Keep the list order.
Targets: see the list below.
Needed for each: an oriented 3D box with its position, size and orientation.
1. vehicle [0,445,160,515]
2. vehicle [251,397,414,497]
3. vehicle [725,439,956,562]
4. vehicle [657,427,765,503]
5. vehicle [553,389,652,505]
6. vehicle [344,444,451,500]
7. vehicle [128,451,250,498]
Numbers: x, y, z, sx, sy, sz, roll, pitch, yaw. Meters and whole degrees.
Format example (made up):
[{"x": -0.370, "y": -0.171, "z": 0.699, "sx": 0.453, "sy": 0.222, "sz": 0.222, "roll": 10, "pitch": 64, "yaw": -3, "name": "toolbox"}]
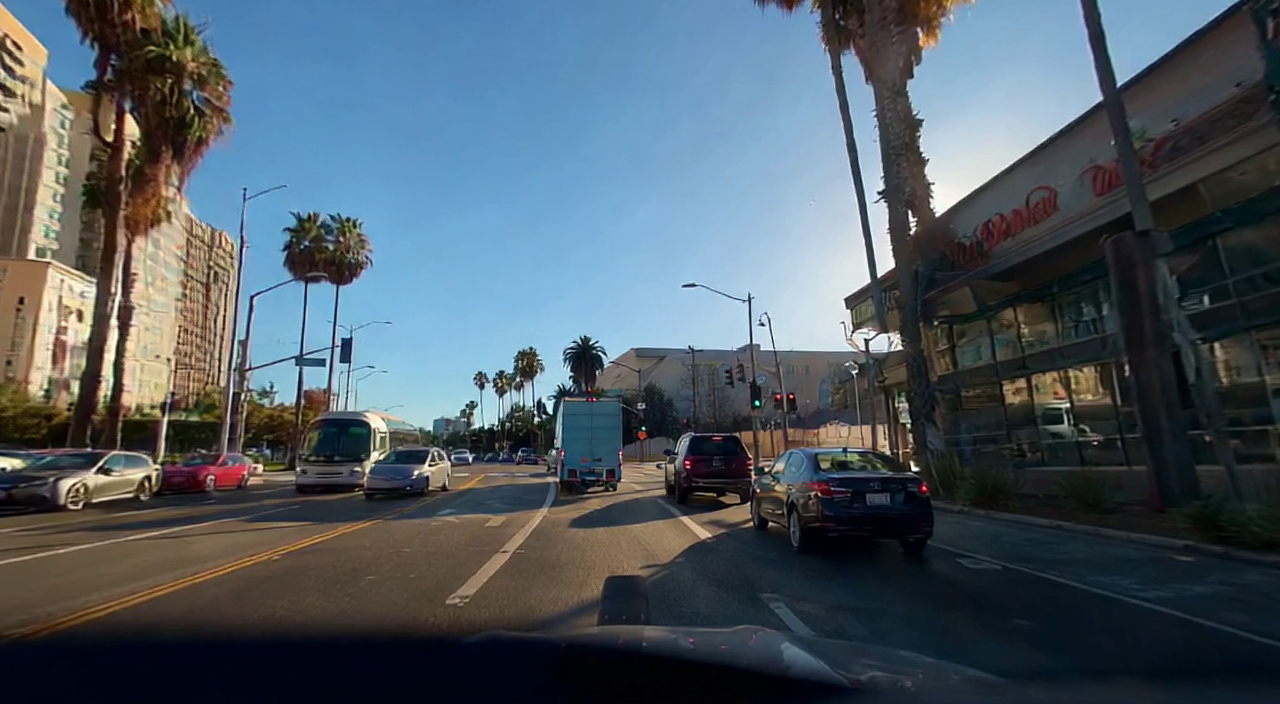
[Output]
[{"x": -15.941, "y": 3.451, "z": 17.490, "sx": 1.965, "sy": 1.679, "sz": 4.455, "roll": 1, "pitch": -8, "yaw": -7, "name": "vehicle"}, {"x": -12.722, "y": 4.120, "z": 27.548, "sx": 2.996, "sy": 3.432, "sz": 11.265, "roll": 1, "pitch": -8, "yaw": -9, "name": "vehicle"}, {"x": 2.832, "y": 2.197, "z": 10.209, "sx": 1.978, "sy": 1.507, "sz": 4.636, "roll": 0, "pitch": -8, "yaw": -3, "name": "vehicle"}, {"x": 1.919, "y": 3.354, "z": 19.122, "sx": 2.157, "sy": 1.944, "sz": 5.423, "roll": 1, "pitch": -8, "yaw": -6, "name": "vehicle"}, {"x": -1.347, "y": 2.876, "z": 19.188, "sx": 2.517, "sy": 2.926, "sz": 6.177, "roll": 1, "pitch": -8, "yaw": -8, "name": "vehicle"}, {"x": -7.552, "y": 3.751, "z": 20.069, "sx": 2.170, "sy": 1.555, "sz": 4.187, "roll": 1, "pitch": -8, "yaw": -7, "name": "vehicle"}, {"x": -16.980, "y": 4.581, "z": 23.940, "sx": 1.861, "sy": 1.574, "sz": 4.456, "roll": 1, "pitch": -8, "yaw": -9, "name": "vehicle"}]
